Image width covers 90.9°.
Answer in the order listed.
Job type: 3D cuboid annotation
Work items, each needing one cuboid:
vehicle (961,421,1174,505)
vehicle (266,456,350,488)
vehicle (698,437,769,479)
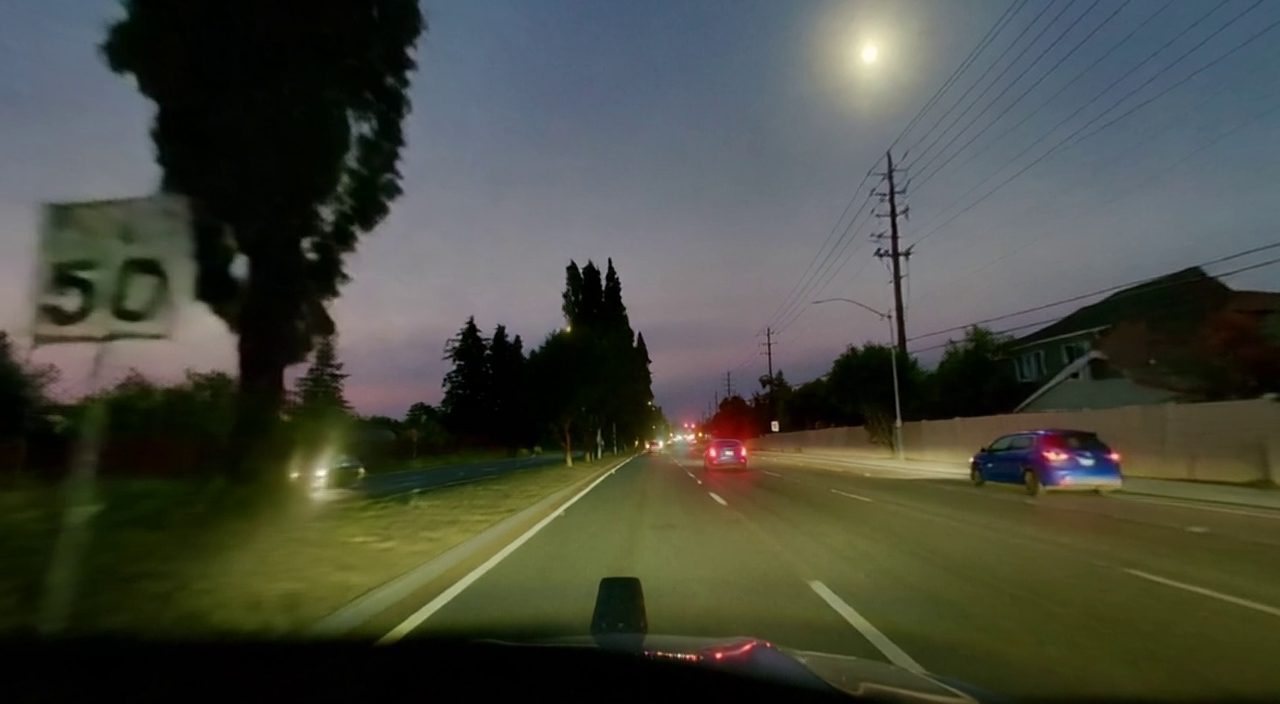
[{"bbox_3d":[9.884,2.611,15.159,1.978,1.700,4.461,0,-8,0],"label":"vehicle"},{"bbox_3d":[-17.444,6.282,33.383,1.952,1.468,4.487,0,-8,1],"label":"vehicle"},{"bbox_3d":[3.499,4.059,24.403,2.063,1.481,4.247,0,-8,0],"label":"vehicle"}]
